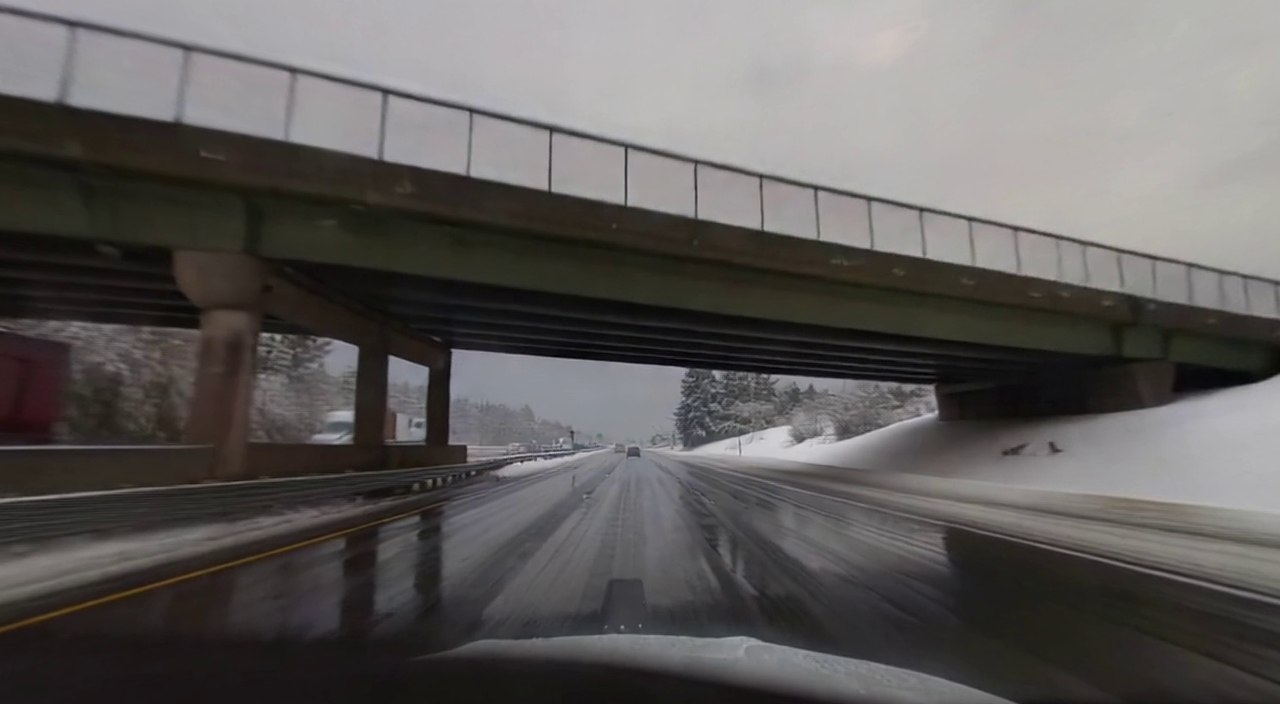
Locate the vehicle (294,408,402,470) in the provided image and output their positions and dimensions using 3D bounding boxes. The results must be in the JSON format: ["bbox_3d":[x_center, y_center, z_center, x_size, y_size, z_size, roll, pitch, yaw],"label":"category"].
[{"bbox_3d":[-15.904,4.893,34.965,2.704,3.067,6.758,0,-9,0],"label":"vehicle"}]
